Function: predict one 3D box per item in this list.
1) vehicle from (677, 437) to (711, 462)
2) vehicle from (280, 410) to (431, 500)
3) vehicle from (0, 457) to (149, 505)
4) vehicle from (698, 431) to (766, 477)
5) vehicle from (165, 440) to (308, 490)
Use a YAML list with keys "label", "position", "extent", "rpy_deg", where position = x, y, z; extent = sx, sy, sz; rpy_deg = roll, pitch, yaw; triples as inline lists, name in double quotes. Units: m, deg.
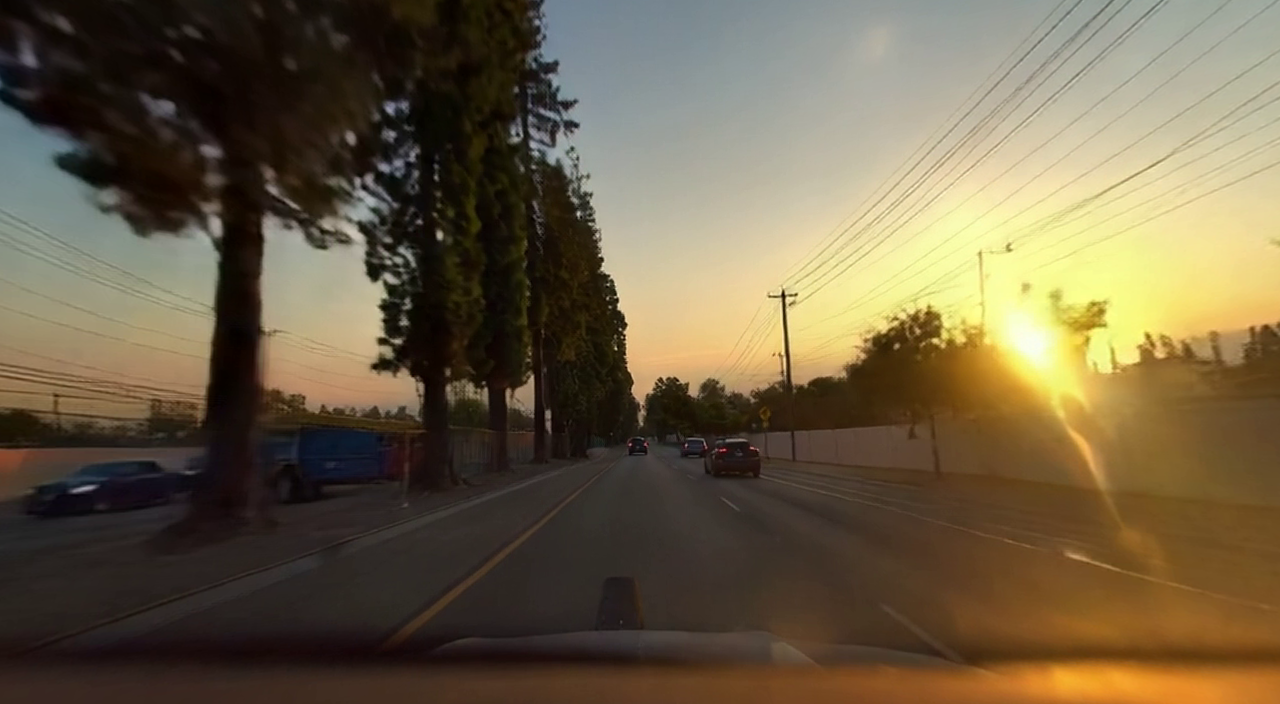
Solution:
- label: "vehicle"
  position: [3.834, 7.014, 45.482]
  extent: [2.012, 1.653, 4.115]
  rpy_deg: [0, -8, -1]
- label: "vehicle"
  position: [-8.935, 3.250, 20.133]
  extent: [3.613, 2.628, 2.227]
  rpy_deg: [0, -9, 2]
- label: "vehicle"
  position: [-21.985, 4.960, 24.674]
  extent: [2.005, 1.567, 4.461]
  rpy_deg: [0, -8, 0]
- label: "vehicle"
  position: [3.901, 4.408, 27.603]
  extent: [2.112, 1.825, 4.574]
  rpy_deg: [0, -8, -2]
- label: "vehicle"
  position: [-17.776, 4.975, 28.368]
  extent: [2.434, 1.965, 6.029]
  rpy_deg: [0, -8, 0]
